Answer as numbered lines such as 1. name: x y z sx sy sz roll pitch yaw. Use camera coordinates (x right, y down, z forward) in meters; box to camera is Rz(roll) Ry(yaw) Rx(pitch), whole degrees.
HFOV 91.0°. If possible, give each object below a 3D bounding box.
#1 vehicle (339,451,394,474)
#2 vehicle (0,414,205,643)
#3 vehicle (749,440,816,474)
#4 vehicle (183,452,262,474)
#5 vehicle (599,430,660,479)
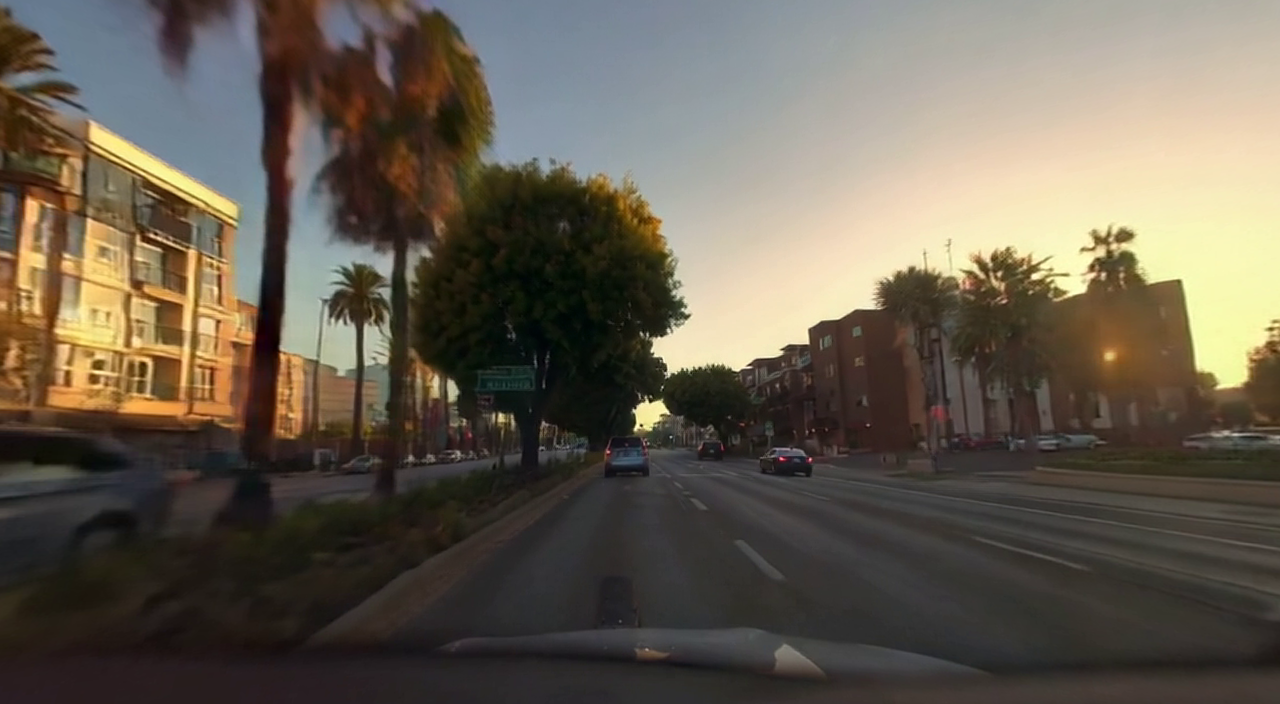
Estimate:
1. vehicle: -19.528 7.906 45.130 1.920 1.505 4.351 0 -8 2
2. vehicle: -5.236 1.189 3.951 2.028 1.489 4.386 -3 -8 -2
3. vehicle: 6.659 4.944 29.949 1.975 1.483 4.769 0 -8 -1
4. vehicle: -30.186 8.019 45.610 4.400 1.474 1.732 0 -9 -1
5. vehicle: -0.426 4.195 25.965 2.277 1.816 4.192 0 -8 -1
